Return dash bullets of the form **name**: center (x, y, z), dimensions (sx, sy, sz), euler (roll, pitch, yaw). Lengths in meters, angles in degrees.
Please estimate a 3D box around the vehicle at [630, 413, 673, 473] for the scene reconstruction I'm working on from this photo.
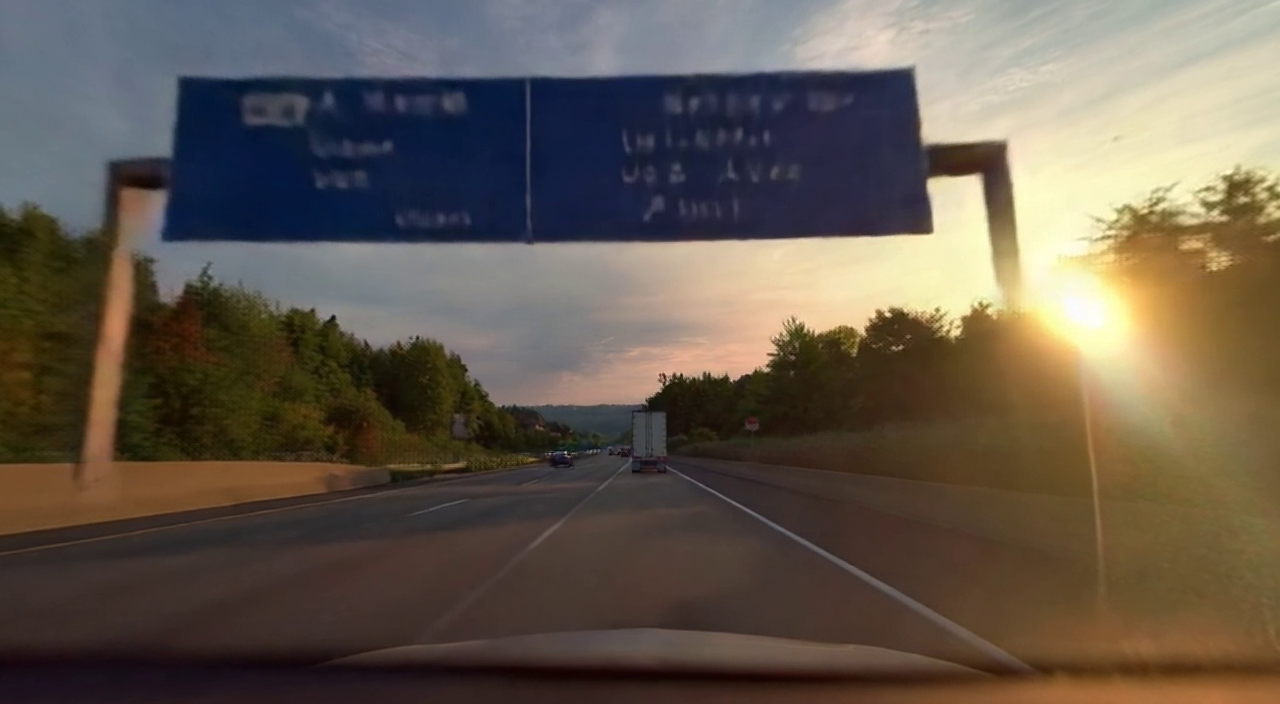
- **vehicle**: center (0.724, 7.312, 49.805), dimensions (2.901, 4.032, 14.338), euler (0, -9, 0)
